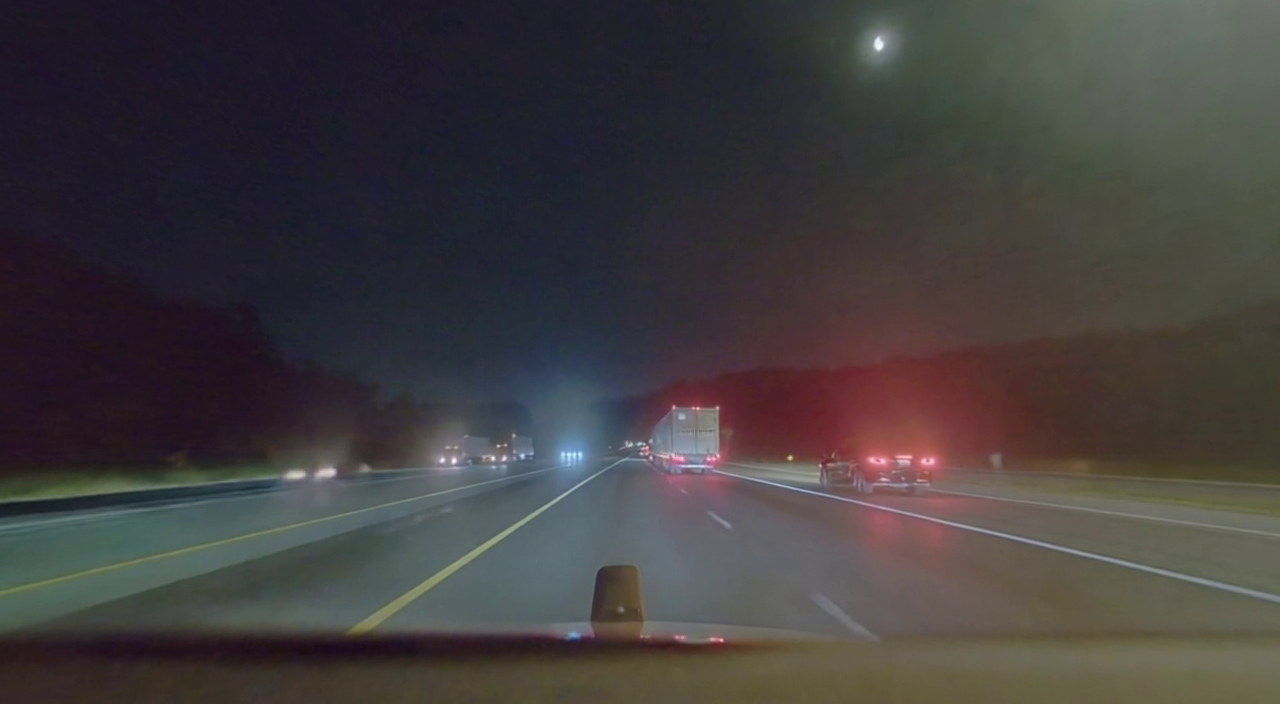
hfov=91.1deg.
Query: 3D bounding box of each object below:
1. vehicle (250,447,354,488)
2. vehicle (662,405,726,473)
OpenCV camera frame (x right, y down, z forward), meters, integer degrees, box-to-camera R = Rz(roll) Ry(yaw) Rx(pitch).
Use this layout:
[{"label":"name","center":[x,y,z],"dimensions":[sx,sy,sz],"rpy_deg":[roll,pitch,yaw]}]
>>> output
[{"label":"vehicle","center":[-14.310,4.883,26.952],"dimensions":[2.002,1.594,4.402],"rpy_deg":[0,-9,-1]},{"label":"vehicle","center":[3.429,6.219,44.060],"dimensions":[3.037,3.999,13.133],"rpy_deg":[0,-9,-1]}]
